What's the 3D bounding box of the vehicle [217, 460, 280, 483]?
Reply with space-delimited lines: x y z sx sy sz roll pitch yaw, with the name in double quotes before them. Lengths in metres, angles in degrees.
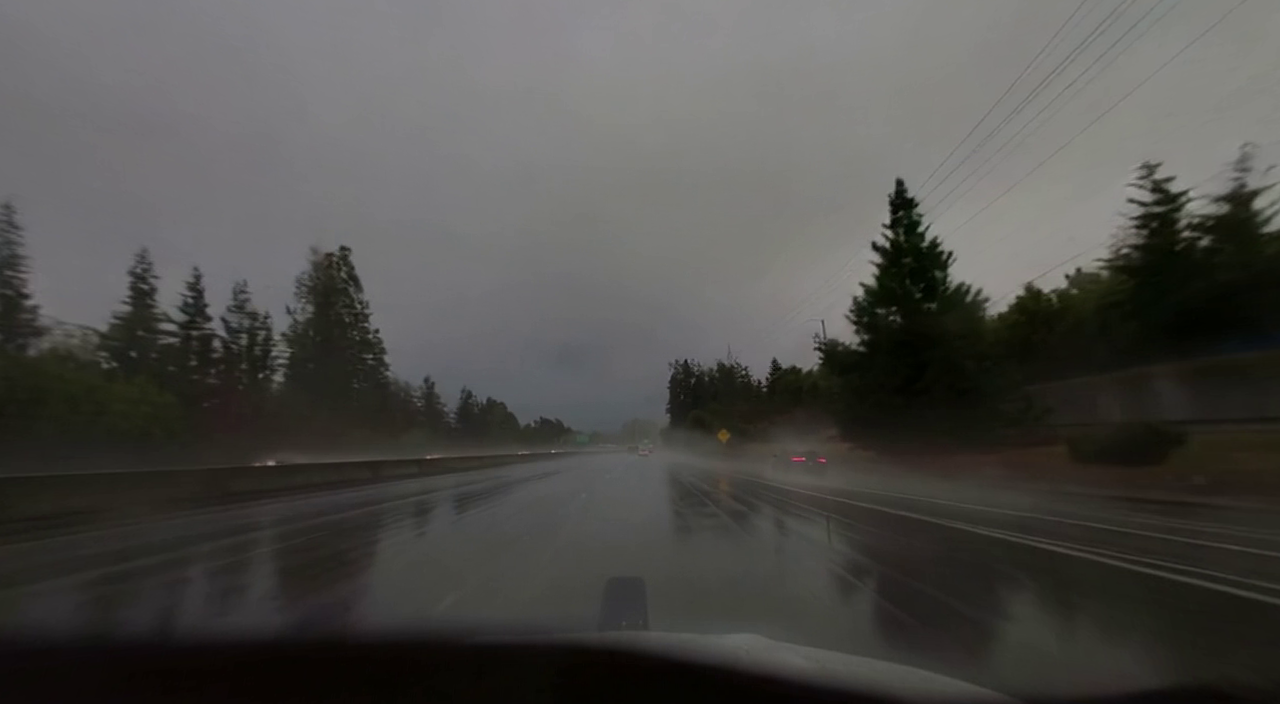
"vehicle" -27.740 8.449 44.808 1.687 1.391 4.192 0 -8 2
